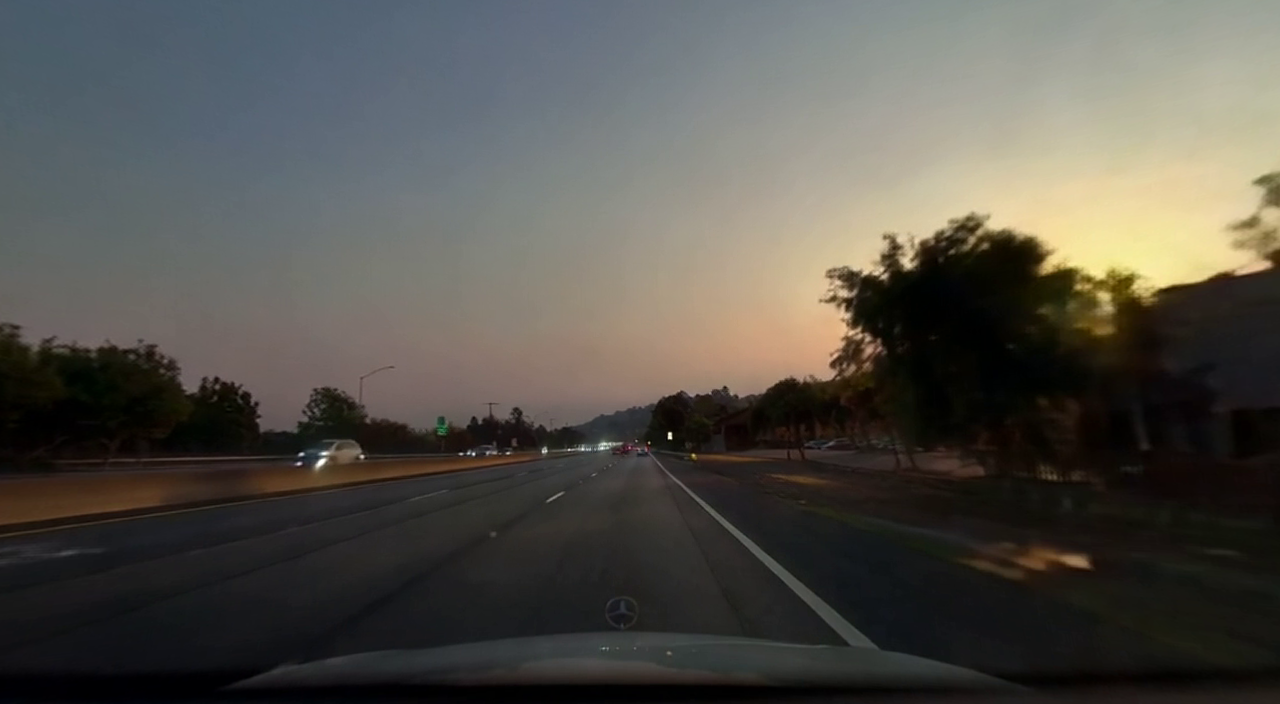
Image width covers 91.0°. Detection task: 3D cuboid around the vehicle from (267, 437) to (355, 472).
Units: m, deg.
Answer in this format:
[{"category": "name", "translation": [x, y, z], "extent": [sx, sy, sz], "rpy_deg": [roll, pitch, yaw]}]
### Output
[{"category": "vehicle", "translation": [-23.617, 7.382, 45.624], "extent": [2.507, 2.343, 6.755], "rpy_deg": [0, -9, 2]}]
